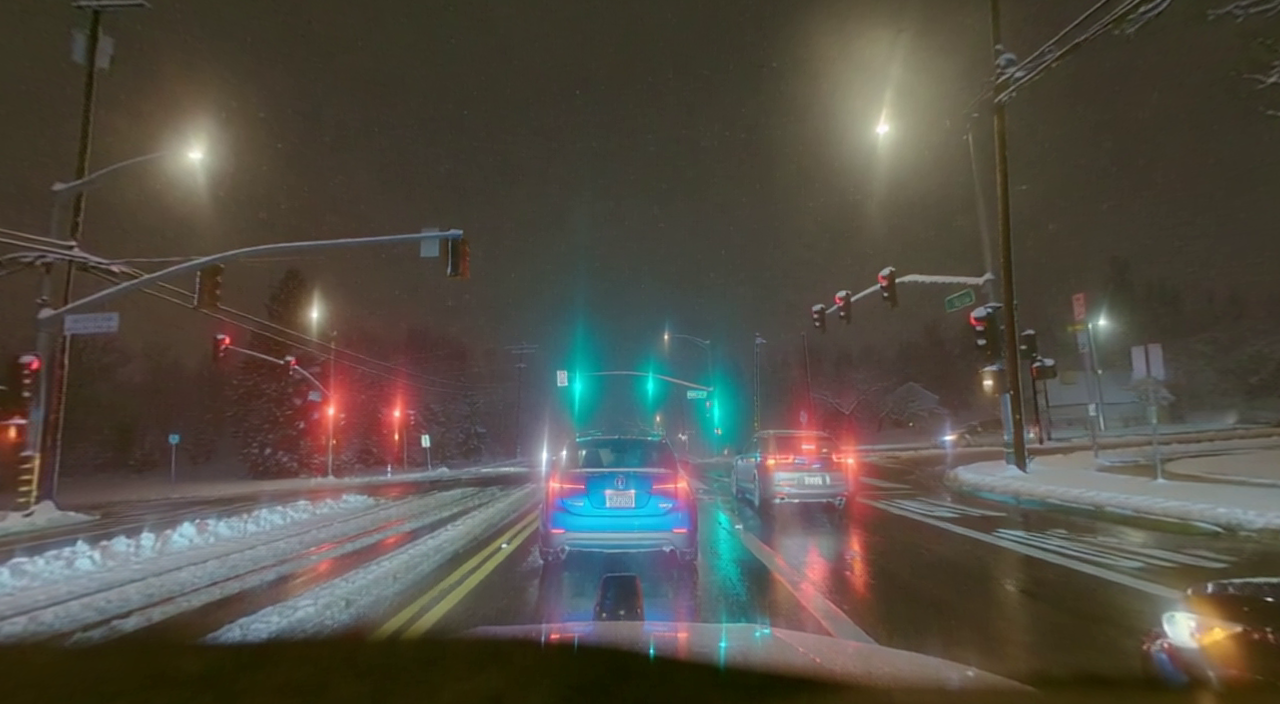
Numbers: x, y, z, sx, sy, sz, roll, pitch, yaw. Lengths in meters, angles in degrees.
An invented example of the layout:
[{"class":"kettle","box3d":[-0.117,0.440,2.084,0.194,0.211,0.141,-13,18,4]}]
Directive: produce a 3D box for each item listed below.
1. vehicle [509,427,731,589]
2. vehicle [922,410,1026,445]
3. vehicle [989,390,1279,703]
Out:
[{"class":"vehicle","box3d":[-0.222,1.768,8.040,2.061,1.485,4.196,0,-9,-1]},{"class":"vehicle","box3d":[17.842,4.072,33.899,4.431,1.555,1.886,-4,-9,2]},{"class":"vehicle","box3d":[2.929,0.834,1.702,1.860,1.494,3.707,0,-9,1]}]
